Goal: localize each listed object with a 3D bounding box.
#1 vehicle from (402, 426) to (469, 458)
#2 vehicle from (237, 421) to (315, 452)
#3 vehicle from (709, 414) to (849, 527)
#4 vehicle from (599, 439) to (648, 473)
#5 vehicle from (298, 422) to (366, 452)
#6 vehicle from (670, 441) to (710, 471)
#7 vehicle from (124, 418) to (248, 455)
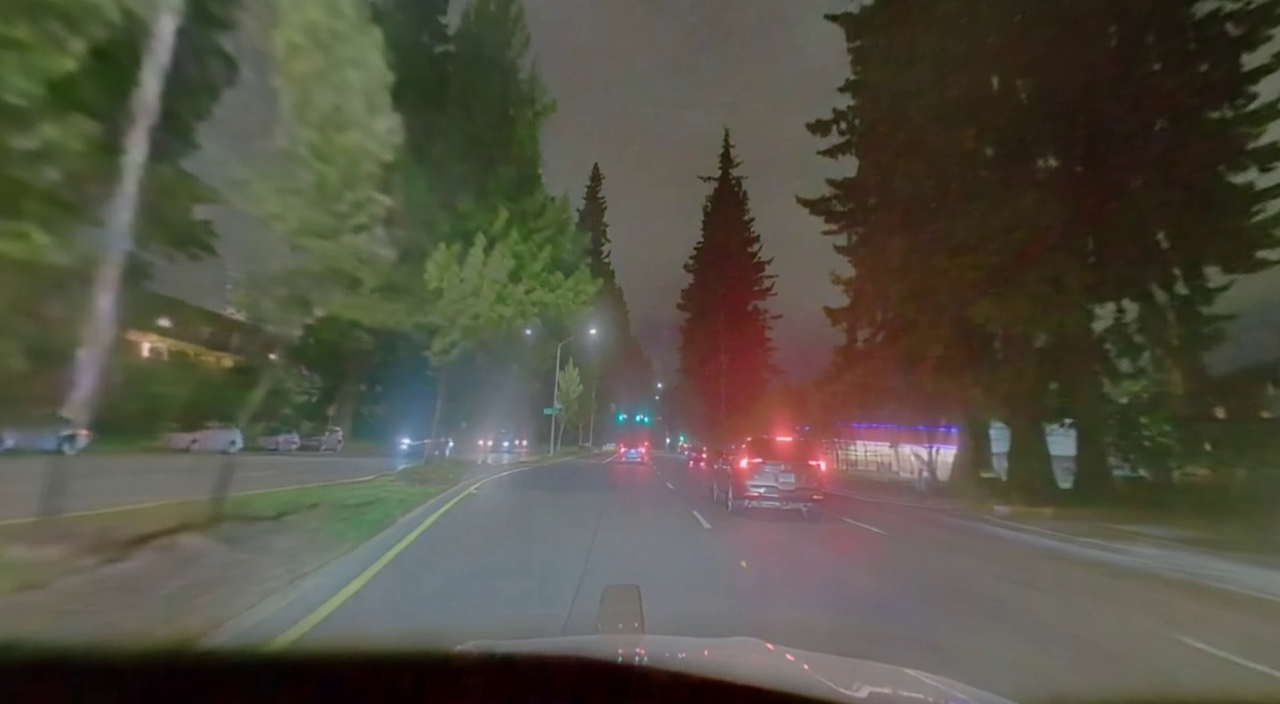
[{"bbox_3d":[-11.113,4.963,34.707,2.105,1.645,4.590,1,-8,0],"label":"vehicle"},{"bbox_3d":[-19.371,4.559,33.855,1.780,1.546,4.060,1,-8,-1],"label":"vehicle"},{"bbox_3d":[2.895,2.556,14.157,2.035,1.940,4.299,5,-8,0],"label":"vehicle"},{"bbox_3d":[-0.715,4.823,29.525,2.119,1.460,3.847,1,-8,0],"label":"vehicle"},{"bbox_3d":[-19.344,5.380,39.963,1.958,1.756,4.530,1,-8,0],"label":"vehicle"},{"bbox_3d":[2.951,6.231,38.030,1.922,1.708,4.126,1,-8,-1],"label":"vehicle"},{"bbox_3d":[-19.220,3.642,27.071,1.913,1.417,4.592,1,-8,0],"label":"vehicle"}]
